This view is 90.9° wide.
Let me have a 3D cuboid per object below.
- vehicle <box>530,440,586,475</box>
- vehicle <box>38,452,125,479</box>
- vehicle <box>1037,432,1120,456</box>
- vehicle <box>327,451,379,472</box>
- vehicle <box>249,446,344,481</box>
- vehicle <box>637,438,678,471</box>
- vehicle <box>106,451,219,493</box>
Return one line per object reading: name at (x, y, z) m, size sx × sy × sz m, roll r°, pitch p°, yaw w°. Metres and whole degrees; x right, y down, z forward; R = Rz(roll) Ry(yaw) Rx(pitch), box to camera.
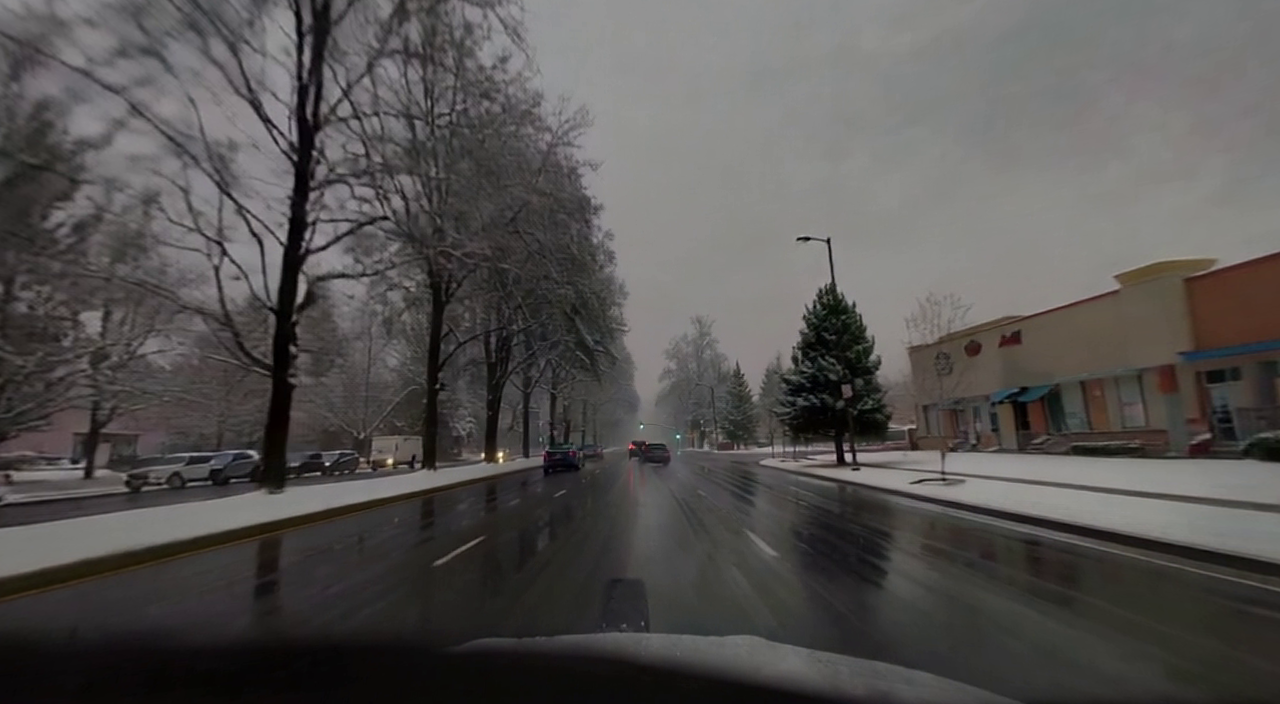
vehicle at (-3.703, 4.853, 29.262) m, size 1.908 × 1.481 × 4.536 m, roll 0°, pitch -8°, yaw 1°
vehicle at (-44.135, 8.960, 49.892) m, size 4.856 × 1.971 × 2.163 m, roll 0°, pitch -8°, yaw 2°
vehicle at (32.917, 6.905, 47.411) m, size 4.458 × 1.761 × 2.424 m, roll 0°, pitch -8°, yaw -4°
vehicle at (-22.450, 8.565, 49.543) m, size 1.849 × 1.568 × 4.397 m, roll 0°, pitch -8°, yaw 2°
vehicle at (-18.562, 6.000, 34.413) m, size 2.021 × 1.732 × 5.410 m, roll 0°, pitch -8°, yaw 1°
vehicle at (0.843, 5.203, 32.188) m, size 1.922 × 1.579 × 3.642 m, roll 0°, pitch -8°, yaw -1°
vehicle at (-22.862, 5.736, 30.467) m, size 1.887 × 1.801 × 4.587 m, roll 0°, pitch -8°, yaw -1°
